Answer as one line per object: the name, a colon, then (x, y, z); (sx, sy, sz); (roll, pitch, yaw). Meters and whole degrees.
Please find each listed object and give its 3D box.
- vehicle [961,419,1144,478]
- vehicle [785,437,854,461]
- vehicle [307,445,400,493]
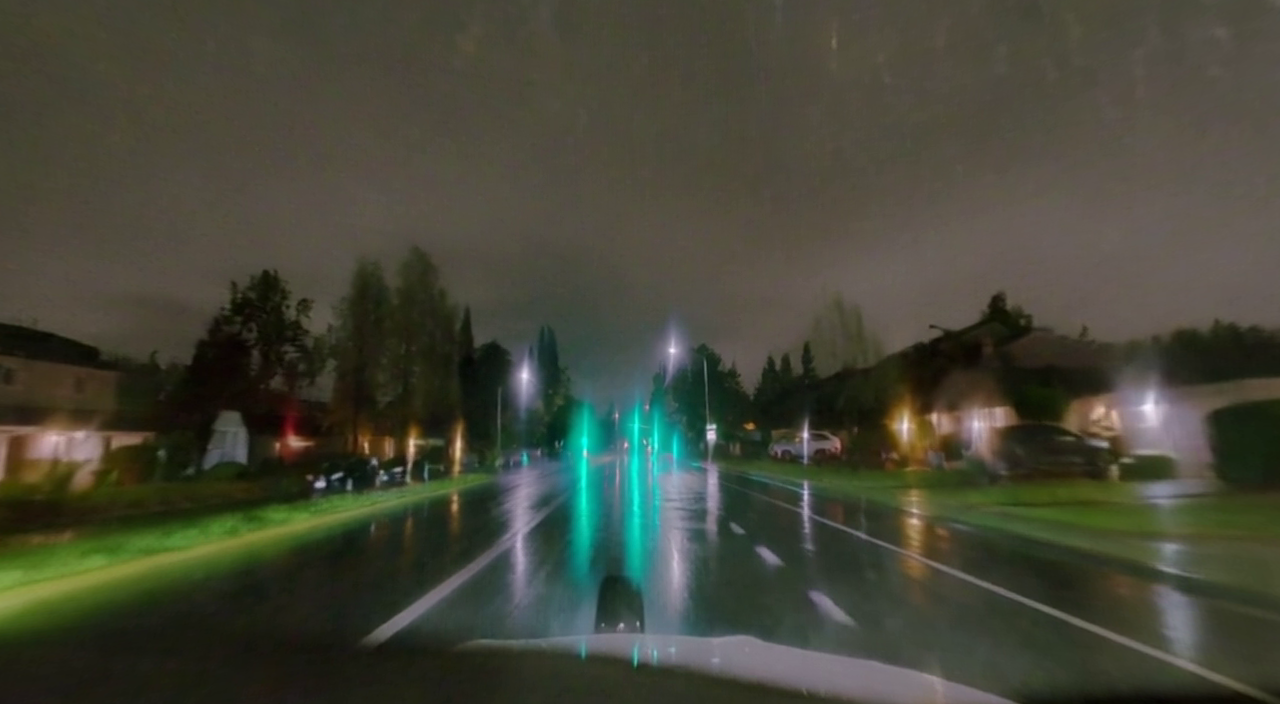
vehicle: (13.383, 3.183, 20.898); (4.577, 1.770, 2.006); (-3, -9, 17)
vehicle: (13.722, 7.421, 48.466); (4.629, 1.770, 1.959); (0, -8, 0)
vehicle: (-12.579, 5.124, 28.115); (2.003, 1.804, 4.554); (-1, -7, 0)
